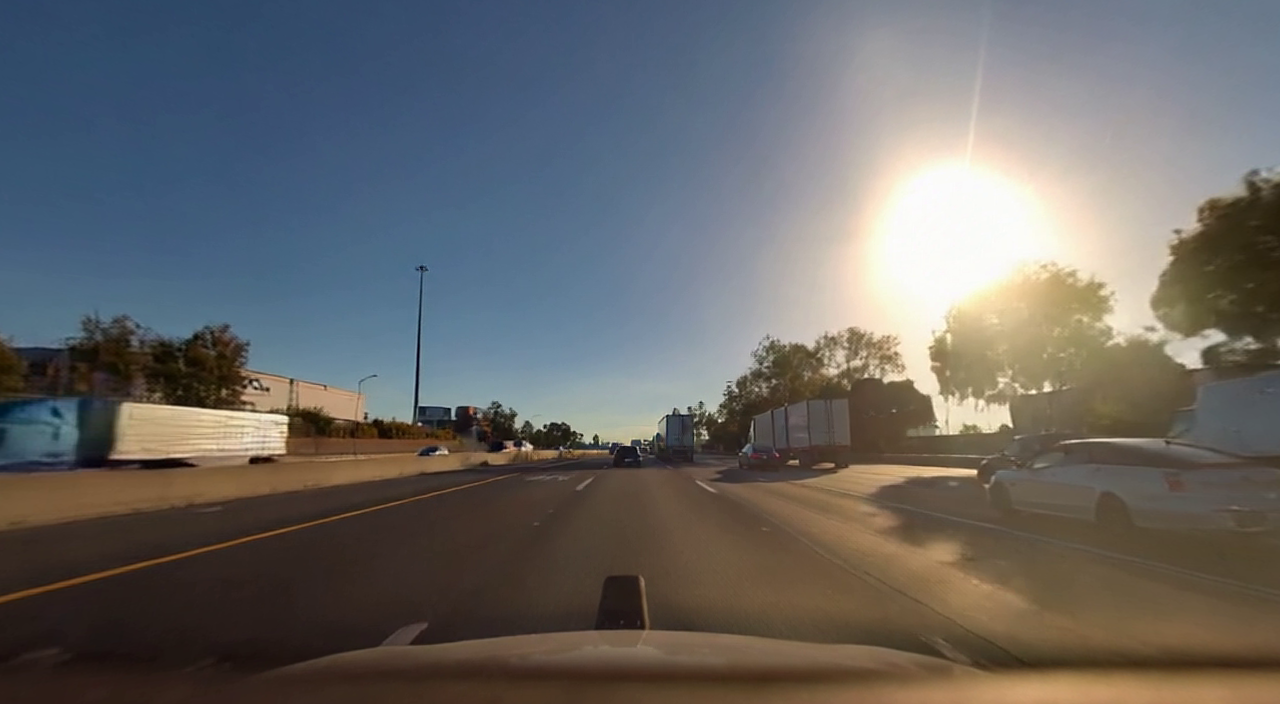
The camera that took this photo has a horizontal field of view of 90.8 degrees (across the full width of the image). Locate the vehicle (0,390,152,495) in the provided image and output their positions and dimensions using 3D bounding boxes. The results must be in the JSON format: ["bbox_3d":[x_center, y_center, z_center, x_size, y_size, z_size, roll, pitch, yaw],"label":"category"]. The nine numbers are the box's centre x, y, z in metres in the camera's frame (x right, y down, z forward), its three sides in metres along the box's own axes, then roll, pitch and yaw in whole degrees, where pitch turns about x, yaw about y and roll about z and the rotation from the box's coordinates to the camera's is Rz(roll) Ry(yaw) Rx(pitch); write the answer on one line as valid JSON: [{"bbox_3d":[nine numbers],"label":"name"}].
[{"bbox_3d":[-20.071,2.730,18.968,2.885,3.005,9.889,0,-9,0],"label":"vehicle"}]

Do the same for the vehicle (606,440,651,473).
[{"bbox_3d":[-0.580,5.421,32.929,2.163,1.551,4.180,0,-9,-1],"label":"vehicle"}]

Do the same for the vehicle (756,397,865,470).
[{"bbox_3d":[11.358,5.995,44.967,2.898,4.171,17.188,0,-9,0],"label":"vehicle"}]

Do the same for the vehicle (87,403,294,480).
[{"bbox_3d":[-20.191,4.215,29.490,2.748,2.999,9.297,0,-9,0],"label":"vehicle"}]

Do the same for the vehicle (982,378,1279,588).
[{"bbox_3d":[7.346,1.613,8.391,2.369,2.007,5.700,0,-9,0],"label":"vehicle"}]

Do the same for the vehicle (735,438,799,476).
[{"bbox_3d":[5.904,4.951,29.924,2.154,1.658,4.347,0,-9,0],"label":"vehicle"}]
